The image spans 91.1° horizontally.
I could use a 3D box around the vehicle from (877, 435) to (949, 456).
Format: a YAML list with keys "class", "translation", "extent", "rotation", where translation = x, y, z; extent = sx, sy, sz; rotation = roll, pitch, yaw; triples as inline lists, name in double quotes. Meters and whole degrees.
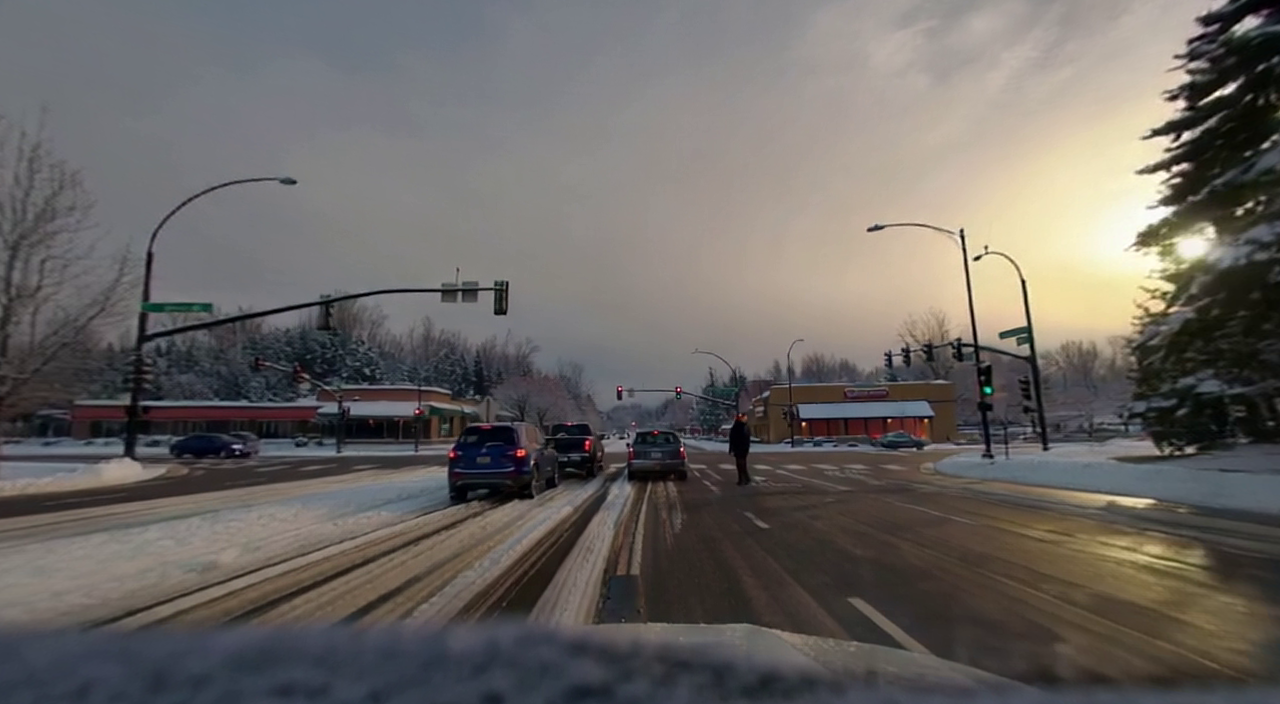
- class: "vehicle"
  translation: [20.664, 7.096, 47.645]
  extent: [4.624, 1.601, 1.871]
  rotation: [0, -8, -1]

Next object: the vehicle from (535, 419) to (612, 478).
- class: "vehicle"
  translation: [-2.272, 3.501, 22.904]
  extent: [2.220, 1.926, 4.870]
  rotation: [0, -8, 1]

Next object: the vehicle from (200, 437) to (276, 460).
- class: "vehicle"
  translation: [-30.848, 7.396, 48.268]
  extent: [4.406, 1.682, 2.040]
  rotation: [0, -8, 1]

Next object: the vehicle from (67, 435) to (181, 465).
- class: "vehicle"
  translation: [-30.920, 5.887, 37.742]
  extent: [4.956, 1.737, 2.135]
  rotation: [0, -8, 2]

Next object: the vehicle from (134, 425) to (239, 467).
- class: "vehicle"
  translation: [-32.479, 6.688, 45.054]
  extent: [5.884, 2.243, 2.287]
  rotation: [-6, -5, 1]

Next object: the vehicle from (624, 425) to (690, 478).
- class: "vehicle"
  translation: [0.560, 3.635, 23.190]
  extent: [2.204, 1.738, 4.690]
  rotation: [0, -8, 0]

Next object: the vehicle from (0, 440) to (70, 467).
- class: "vehicle"
  translation: [-37.602, 6.136, 38.121]
  extent: [4.170, 1.551, 1.816]
  rotation: [0, -8, 3]

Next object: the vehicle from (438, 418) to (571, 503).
- class: "vehicle"
  translation: [-2.999, 2.523, 15.003]
  extent: [2.006, 1.707, 4.448]
  rotation: [0, -8, 3]
